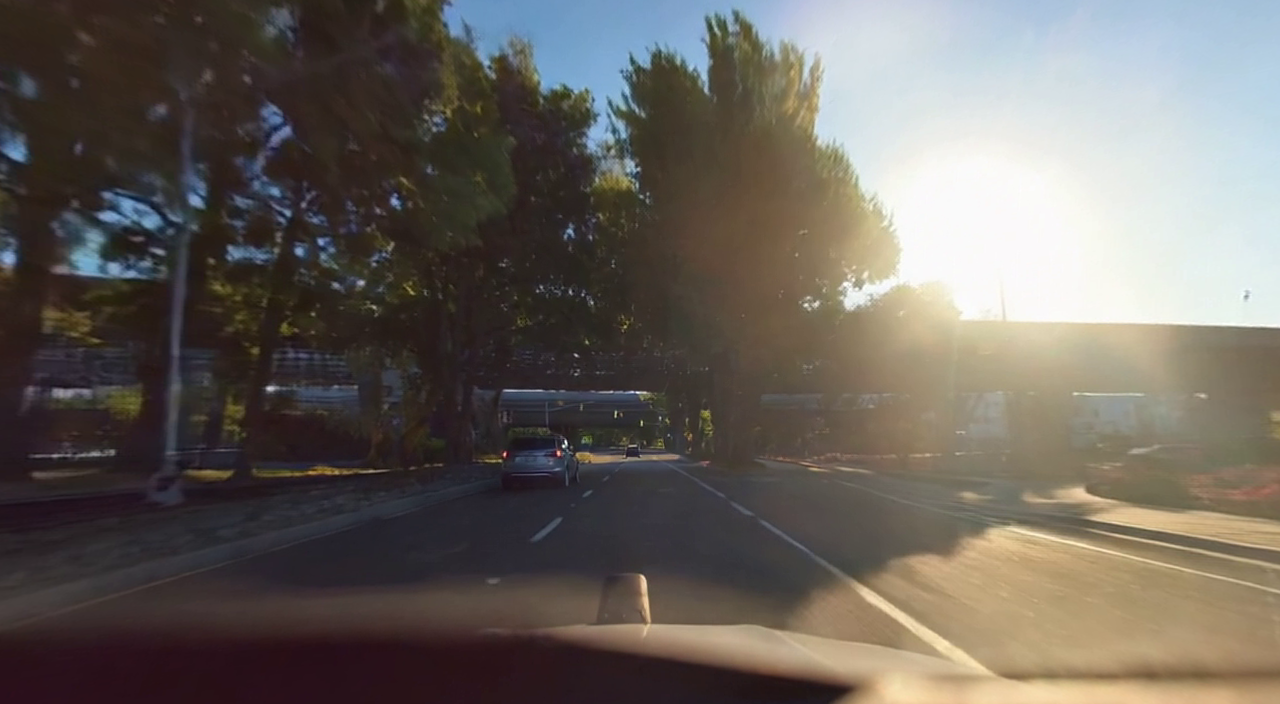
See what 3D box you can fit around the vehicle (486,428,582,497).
[{"bbox_3d":[-2.860,3.110,17.953,1.882,1.704,4.335,0,-9,2],"label":"vehicle"}]
